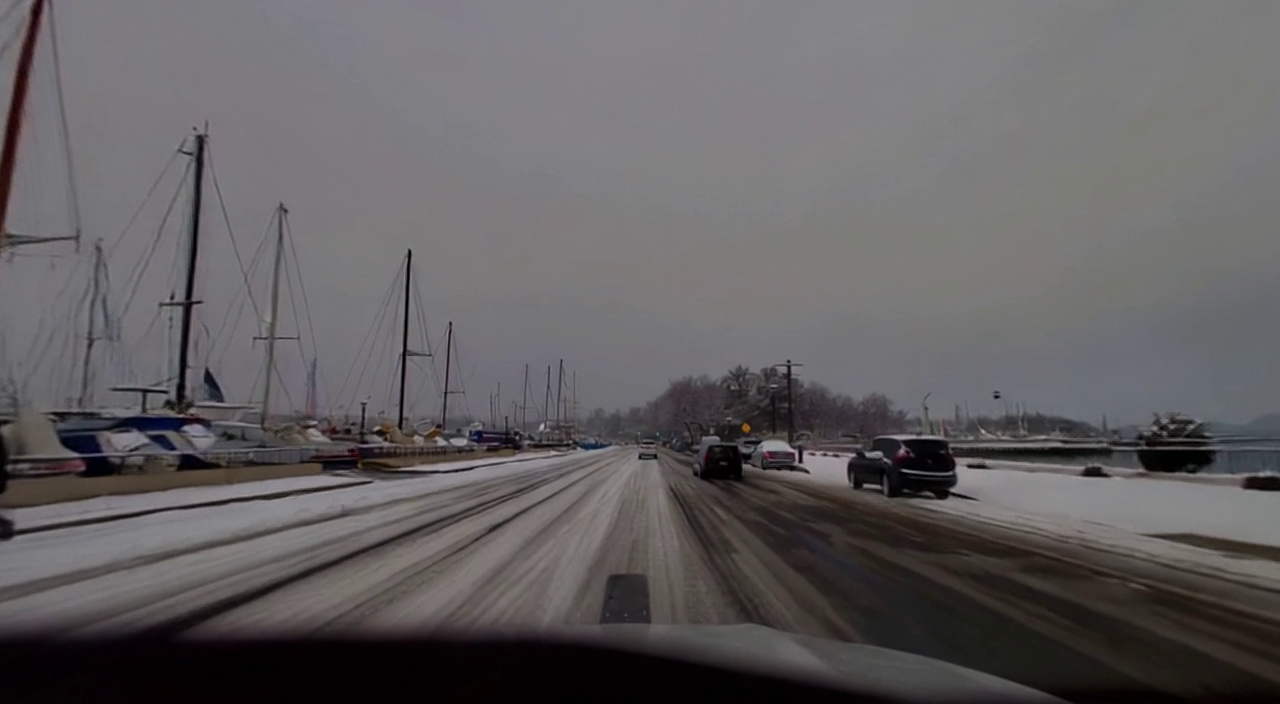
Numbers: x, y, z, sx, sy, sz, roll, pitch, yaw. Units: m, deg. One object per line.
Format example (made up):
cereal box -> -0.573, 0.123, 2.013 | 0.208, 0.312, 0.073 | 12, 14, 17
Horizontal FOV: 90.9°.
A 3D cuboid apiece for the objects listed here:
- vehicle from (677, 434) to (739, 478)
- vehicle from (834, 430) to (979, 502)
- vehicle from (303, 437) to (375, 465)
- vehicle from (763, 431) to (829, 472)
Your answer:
vehicle -> 2.679, 4.201, 25.635 | 2.047, 1.640, 4.051 | 0, -8, 0
vehicle -> 7.288, 3.154, 17.915 | 2.029, 1.750, 4.825 | 0, -8, 1
vehicle -> -17.912, 5.900, 37.778 | 1.840, 1.522, 4.695 | -1, -9, 2
vehicle -> 8.024, 5.172, 32.910 | 2.056, 1.896, 5.062 | 0, -8, -1
